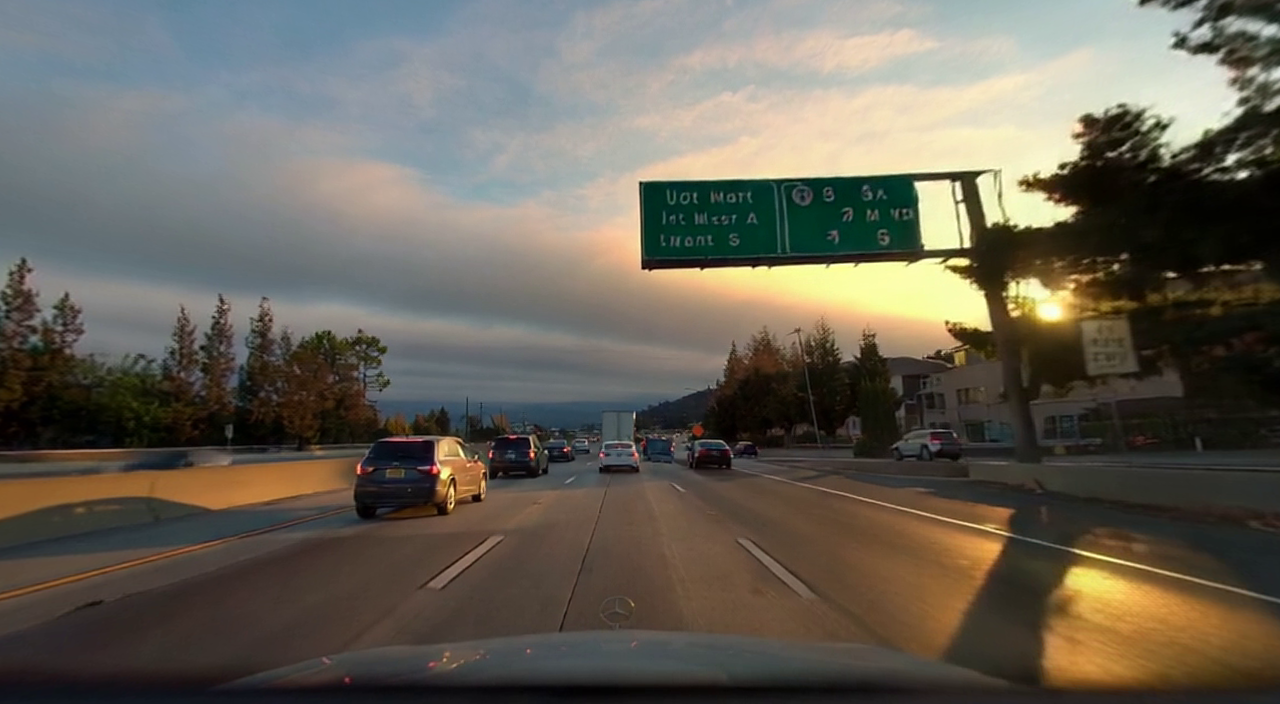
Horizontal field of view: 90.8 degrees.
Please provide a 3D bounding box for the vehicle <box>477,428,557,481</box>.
[{"bbox_3d":[-4.891,4.192,26.049,2.301,1.944,5.482,0,-9,-1],"label":"vehicle"}]

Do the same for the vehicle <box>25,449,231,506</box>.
[{"bbox_3d":[-14.750,3.604,18.701,2.095,1.463,4.841,0,-9,-1],"label":"vehicle"}]

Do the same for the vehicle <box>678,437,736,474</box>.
[{"bbox_3d":[2.952,4.685,28.694,2.027,1.554,4.252,0,-9,-2],"label":"vehicle"}]

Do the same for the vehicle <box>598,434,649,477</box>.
[{"bbox_3d":[-0.720,4.502,27.547,2.063,1.703,4.203,0,-9,-2],"label":"vehicle"}]

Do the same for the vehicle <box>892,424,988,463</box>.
[{"bbox_3d":[14.054,4.363,29.932,2.048,1.674,4.106,1,-9,-9],"label":"vehicle"}]

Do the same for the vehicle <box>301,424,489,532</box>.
[{"bbox_3d":[-4.324,2.289,11.968,1.988,1.668,4.021,0,-9,-1],"label":"vehicle"}]
